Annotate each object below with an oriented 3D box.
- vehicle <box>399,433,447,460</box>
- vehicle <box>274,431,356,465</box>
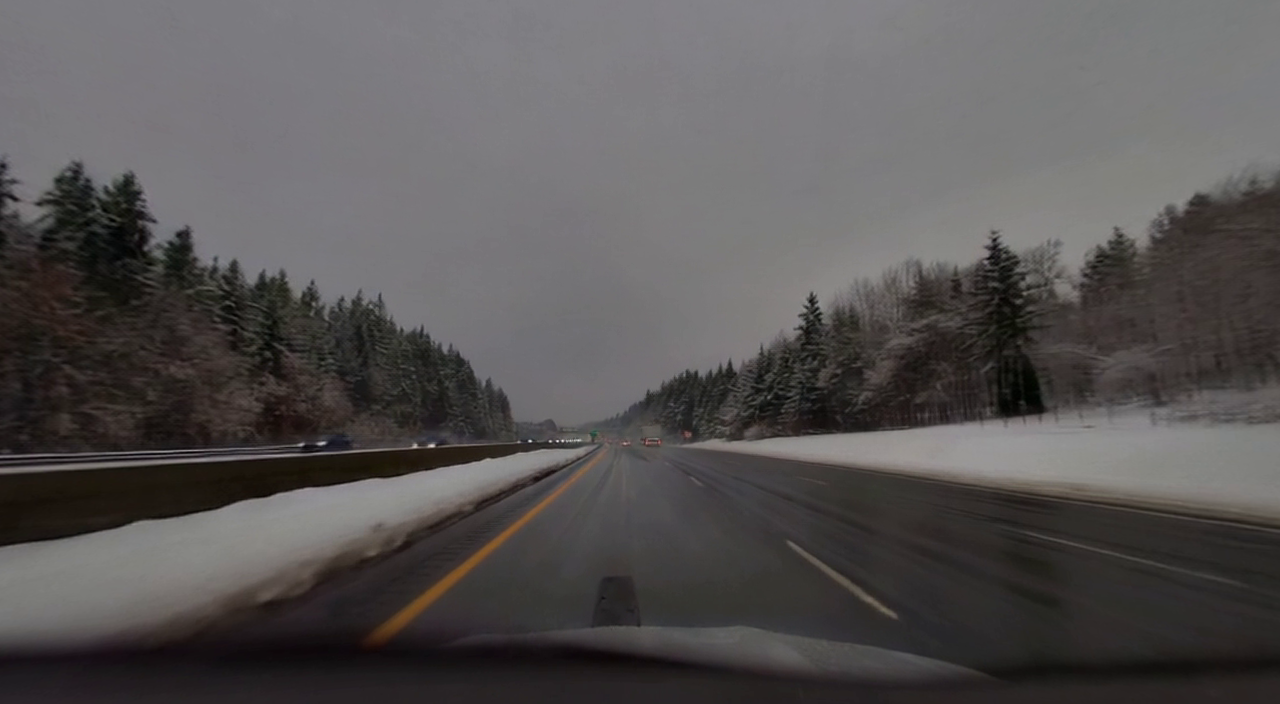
[{"bbox_3d":[-13.288,5.800,38.805,1.781,1.557,3.545,0,-8,-1],"label":"vehicle"},{"bbox_3d":[-16.765,4.961,32.780,1.982,1.617,4.393,0,-8,-1],"label":"vehicle"}]
